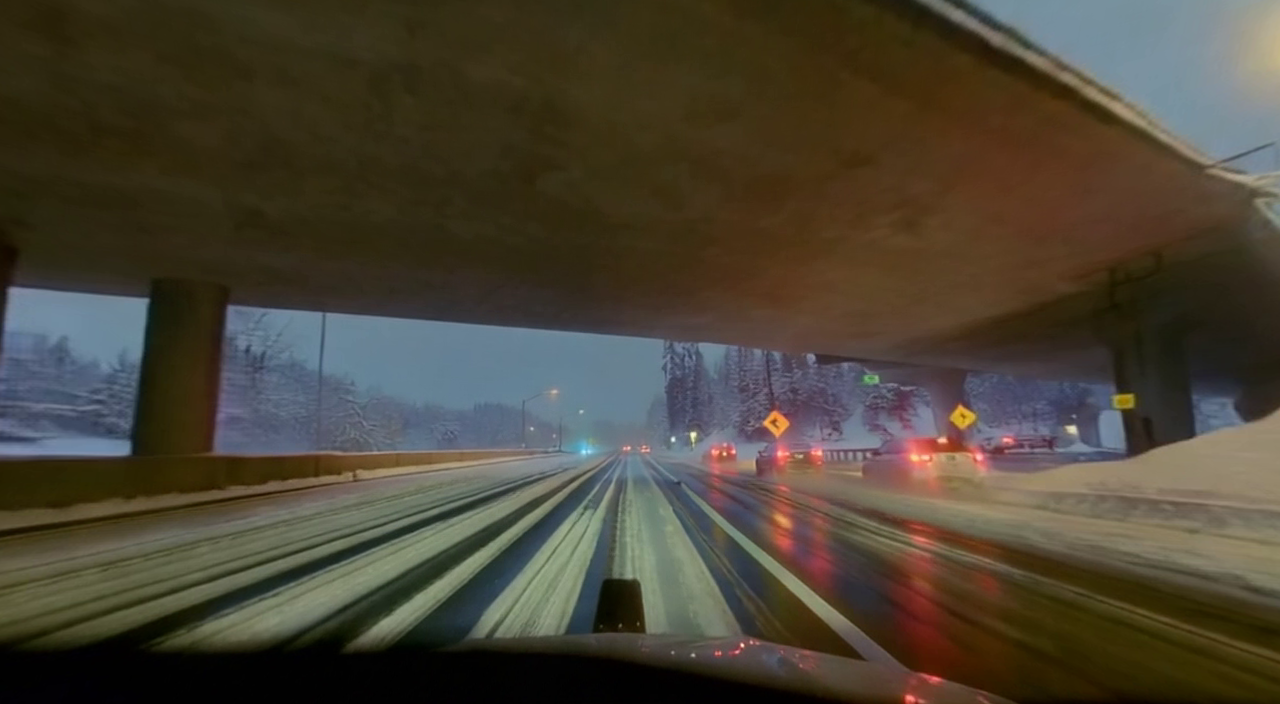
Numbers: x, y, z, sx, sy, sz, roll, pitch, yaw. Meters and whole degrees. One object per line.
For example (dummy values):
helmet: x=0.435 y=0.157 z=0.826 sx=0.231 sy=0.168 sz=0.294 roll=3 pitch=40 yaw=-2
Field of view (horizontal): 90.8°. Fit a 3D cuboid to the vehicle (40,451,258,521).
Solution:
vehicle: x=-11.455 y=3.107 z=15.217 sx=1.861 sy=1.373 sz=4.211 roll=0 pitch=-8 yaw=0
